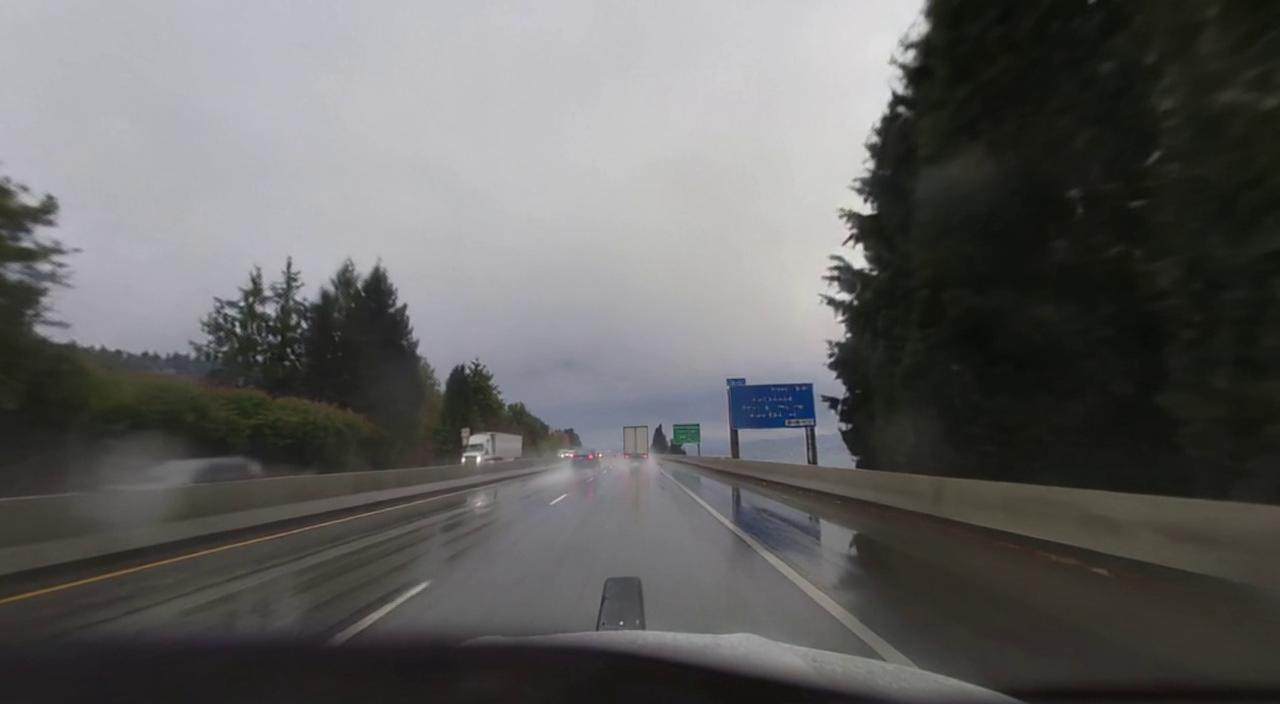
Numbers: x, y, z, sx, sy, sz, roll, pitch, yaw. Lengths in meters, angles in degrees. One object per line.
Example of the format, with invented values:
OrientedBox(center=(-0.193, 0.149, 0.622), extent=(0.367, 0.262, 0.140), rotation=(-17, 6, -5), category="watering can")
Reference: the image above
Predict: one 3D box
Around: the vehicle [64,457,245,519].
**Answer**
OrientedBox(center=(-13.152, 3.663, 17.470), extent=(1.796, 1.445, 3.995), rotation=(0, -9, 1), category="vehicle")

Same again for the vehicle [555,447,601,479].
OrientedBox(center=(-3.407, 6.204, 35.530), extent=(2.081, 1.682, 4.425), rotation=(0, -9, 0), category="vehicle")
